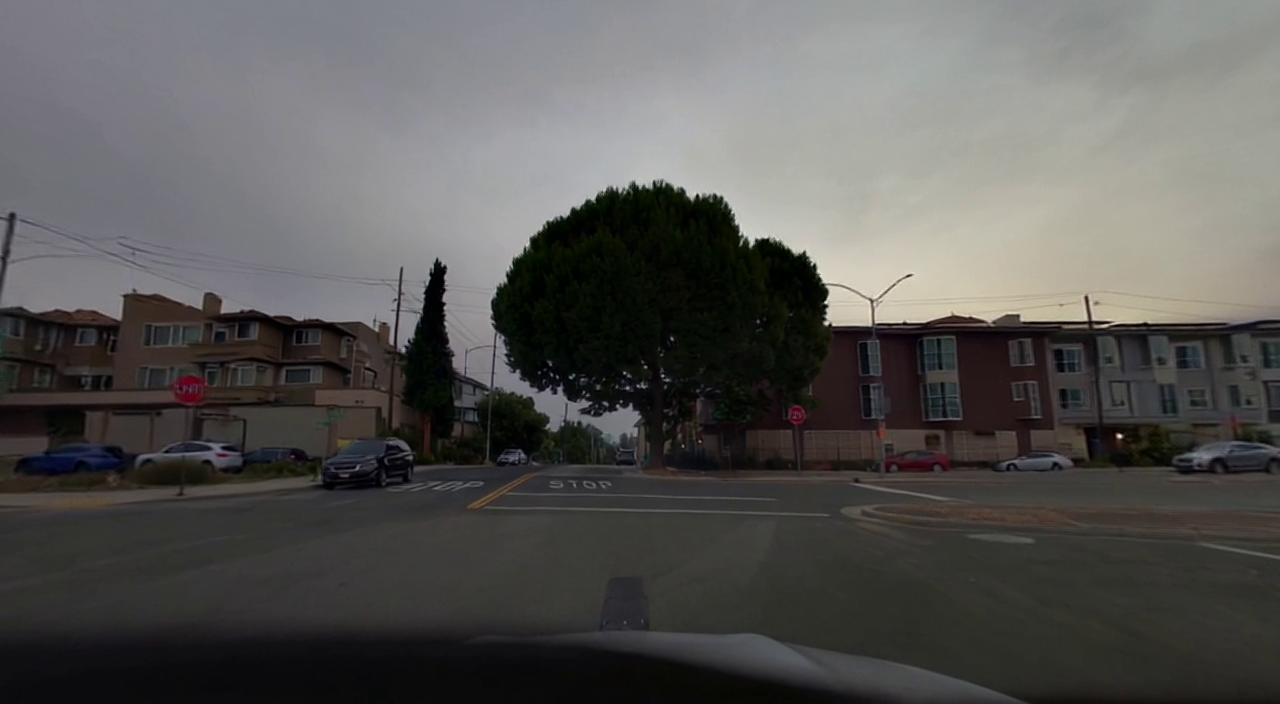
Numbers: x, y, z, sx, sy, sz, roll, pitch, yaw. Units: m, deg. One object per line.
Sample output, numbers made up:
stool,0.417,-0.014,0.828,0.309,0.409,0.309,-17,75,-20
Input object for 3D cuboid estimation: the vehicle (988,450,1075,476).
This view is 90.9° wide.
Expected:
vehicle,24.959,7.099,40.234,4.323,1.507,1.896,2,-8,-4

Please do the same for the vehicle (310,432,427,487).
vehicle,-8.978,3.631,21.398,2.156,1.620,4.945,1,-9,-6

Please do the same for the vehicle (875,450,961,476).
vehicle,17.506,6.996,39.788,4.528,1.458,1.939,2,-7,-5

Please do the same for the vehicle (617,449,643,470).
vehicle,-0.833,8.469,49.657,1.851,1.471,4.372,1,-8,-4

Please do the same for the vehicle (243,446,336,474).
vehicle,-20.728,6.407,37.397,4.277,1.527,1.987,1,-8,-3

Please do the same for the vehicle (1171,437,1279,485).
vehicle,28.545,5.077,29.517,5.277,2.032,2.408,2,-6,-4

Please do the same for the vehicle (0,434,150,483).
vehicle,-21.608,3.992,23.955,1.887,1.619,4.187,-4,-9,30

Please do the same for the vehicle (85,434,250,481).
vehicle,-18.142,4.035,24.440,2.010,1.583,4.582,-5,-10,34
